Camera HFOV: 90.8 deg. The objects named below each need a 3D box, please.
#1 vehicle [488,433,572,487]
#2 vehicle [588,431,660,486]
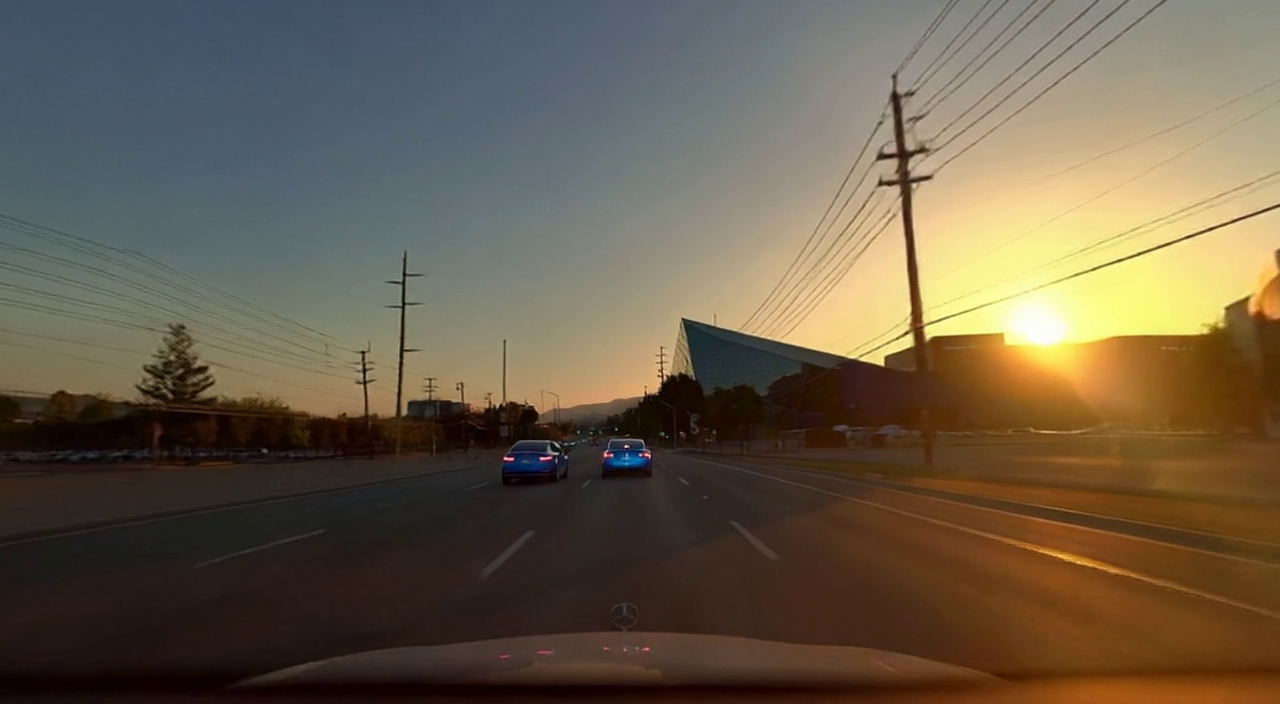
[{"bbox_3d":[-3.613,3.660,21.725,1.985,1.607,4.892,0,-8,1],"label":"vehicle"},{"bbox_3d":[-0.501,3.583,21.544,2.189,1.652,4.135,0,-8,0],"label":"vehicle"}]
